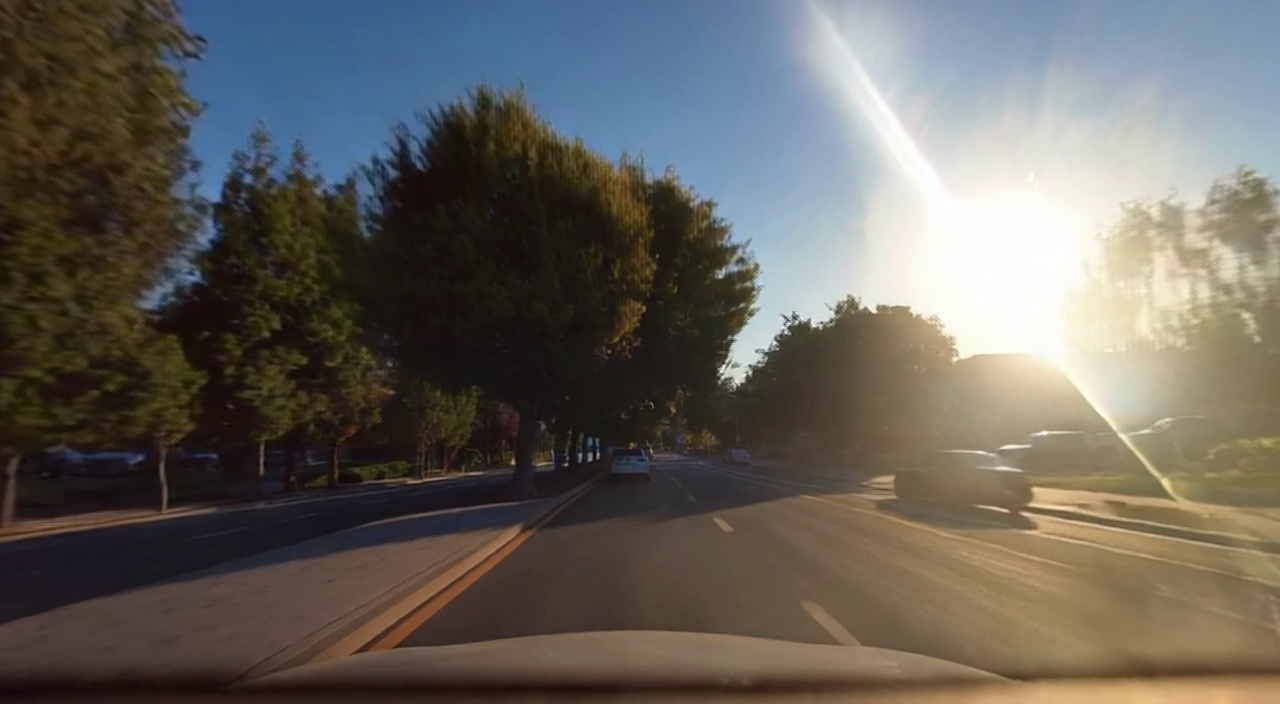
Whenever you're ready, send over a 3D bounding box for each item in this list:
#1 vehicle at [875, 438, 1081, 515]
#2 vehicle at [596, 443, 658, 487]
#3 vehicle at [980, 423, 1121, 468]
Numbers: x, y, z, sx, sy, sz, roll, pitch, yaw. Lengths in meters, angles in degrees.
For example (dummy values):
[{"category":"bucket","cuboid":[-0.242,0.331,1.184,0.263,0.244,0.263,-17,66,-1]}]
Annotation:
[{"category":"vehicle","cuboid":[7.558,2.814,14.846,2.131,1.474,4.752,0,-9,-1]},{"category":"vehicle","cuboid":[-0.467,4.188,23.640,2.099,1.470,4.302,0,-9,0]},{"category":"vehicle","cuboid":[17.652,4.008,27.183,5.100,1.770,2.269,2,-9,-18]}]
